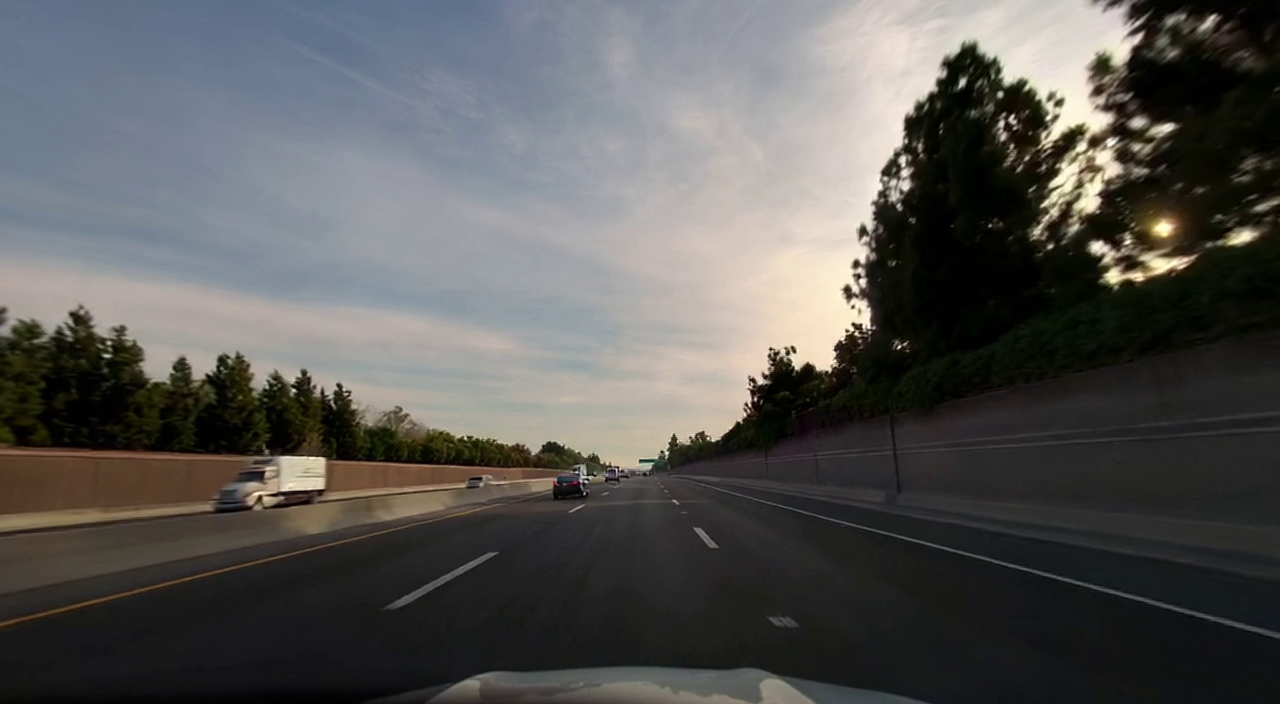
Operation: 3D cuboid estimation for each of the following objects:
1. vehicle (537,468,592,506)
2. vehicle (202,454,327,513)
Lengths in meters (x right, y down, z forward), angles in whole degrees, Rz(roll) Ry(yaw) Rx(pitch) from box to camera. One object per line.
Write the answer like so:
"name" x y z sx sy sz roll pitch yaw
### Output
"vehicle" -3.201 5.829 27.393 1.863 1.486 3.852 0 -11 1
"vehicle" -20.518 7.237 34.982 2.547 2.879 6.735 0 -11 1
